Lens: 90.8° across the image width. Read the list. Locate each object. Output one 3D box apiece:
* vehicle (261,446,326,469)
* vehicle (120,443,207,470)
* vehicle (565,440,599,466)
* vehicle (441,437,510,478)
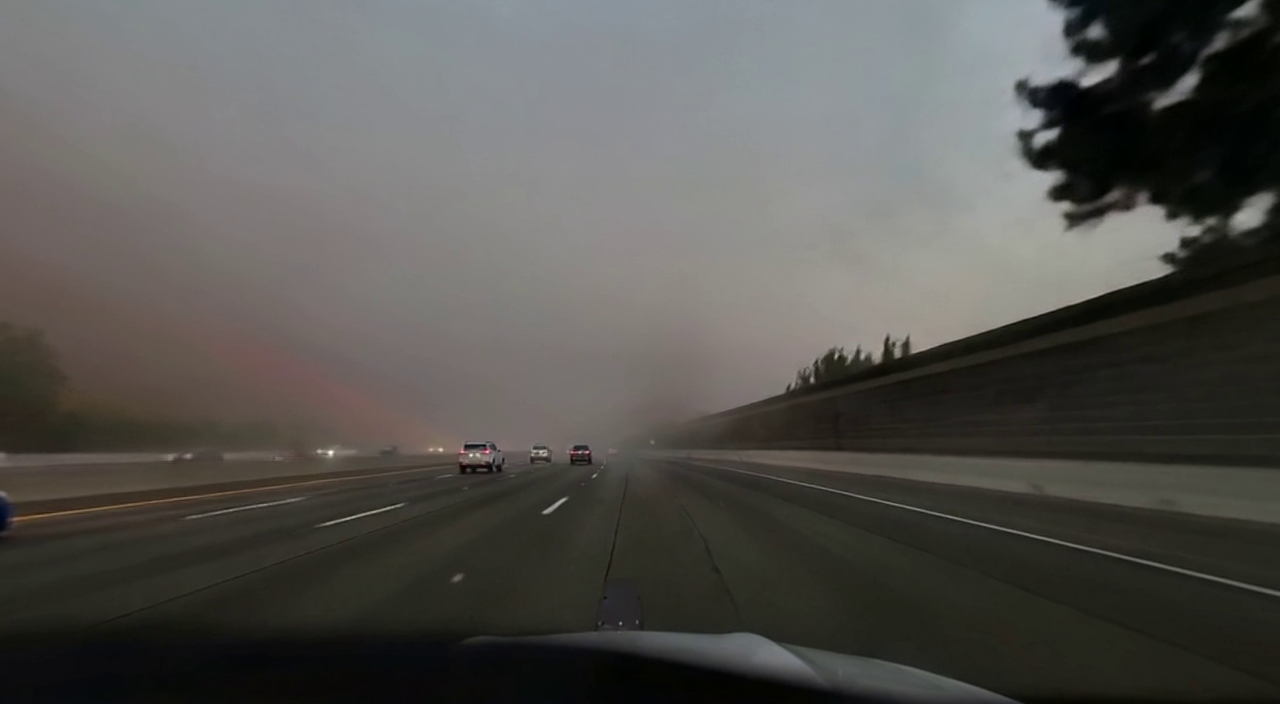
[{"bbox_3d":[-23.636,7.179,43.321,1.890,1.475,4.592,0,-9,0],"label":"vehicle"},{"bbox_3d":[-31.202,6.846,41.551,1.945,1.641,4.947,0,-9,-1],"label":"vehicle"},{"bbox_3d":[-4.060,7.159,44.776,2.115,1.713,4.263,0,-9,-2],"label":"vehicle"},{"bbox_3d":[-7.738,4.982,30.181,2.074,1.768,4.805,0,-9,-1],"label":"vehicle"}]
